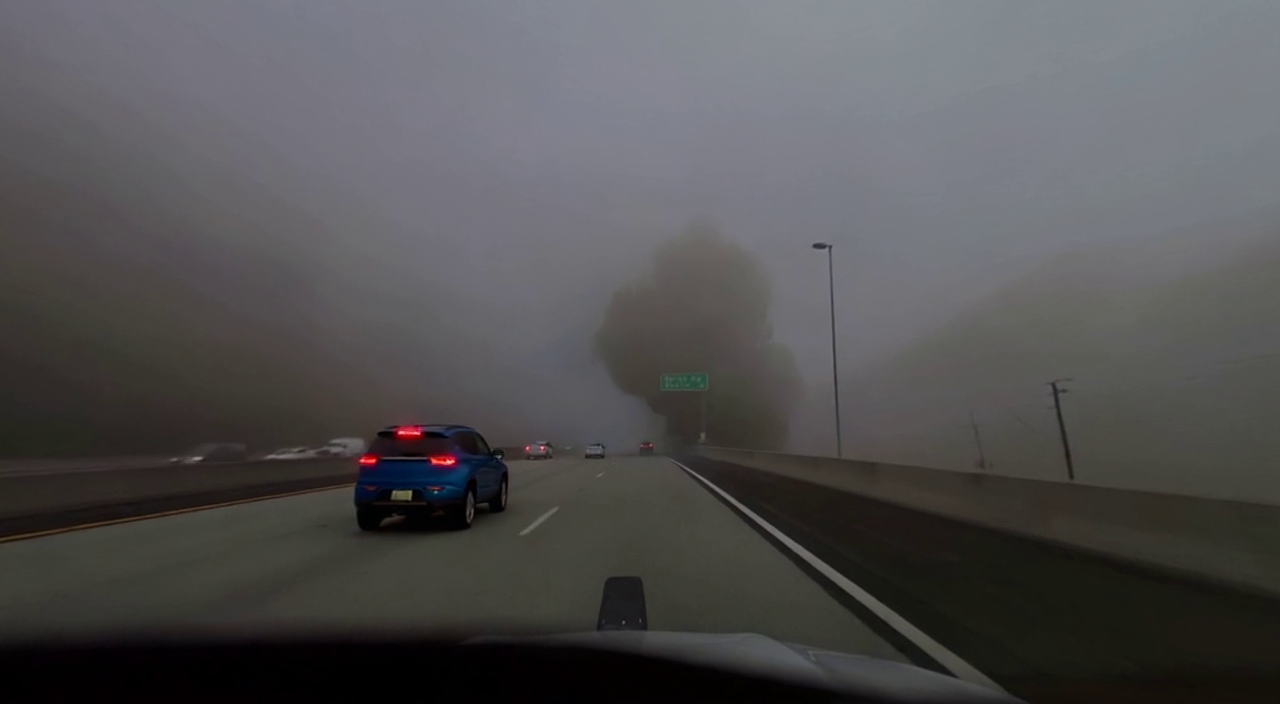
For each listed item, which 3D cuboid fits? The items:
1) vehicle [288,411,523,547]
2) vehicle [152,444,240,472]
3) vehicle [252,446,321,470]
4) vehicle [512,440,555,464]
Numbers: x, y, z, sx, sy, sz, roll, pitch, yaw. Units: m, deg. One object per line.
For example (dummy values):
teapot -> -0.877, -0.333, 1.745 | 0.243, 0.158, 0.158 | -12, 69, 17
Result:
vehicle -> -3.460, 1.981, 10.454 | 2.138, 1.718, 4.415 | -1, -8, 1
vehicle -> -28.168, 6.702, 40.207 | 2.100, 1.617, 4.780 | -1, -8, 1
vehicle -> -24.189, 7.251, 43.378 | 1.979, 1.478, 4.691 | -1, -8, 1
vehicle -> -6.960, 6.583, 41.746 | 1.963, 1.476, 4.739 | -1, -8, 1
